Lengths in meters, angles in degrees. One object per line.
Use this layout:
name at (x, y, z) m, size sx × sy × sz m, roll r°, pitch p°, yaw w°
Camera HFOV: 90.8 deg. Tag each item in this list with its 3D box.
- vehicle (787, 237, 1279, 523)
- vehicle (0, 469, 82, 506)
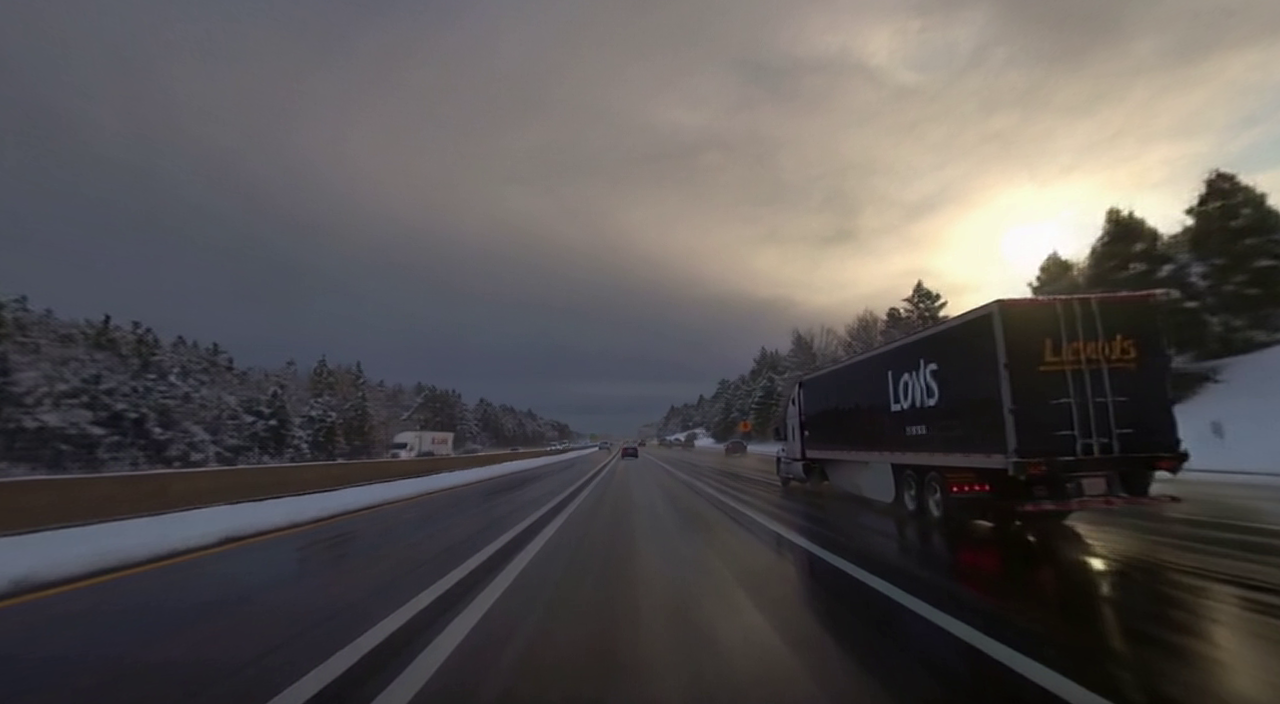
vehicle at (7.685, 1.568, 17.279) m, size 2.892 × 4.128 × 16.495 m, roll 0°, pitch -9°, yaw -2°
vehicle at (-30.373, 6.626, 31.076) m, size 1.829 × 1.517 × 4.390 m, roll 0°, pitch -9°, yaw -1°
